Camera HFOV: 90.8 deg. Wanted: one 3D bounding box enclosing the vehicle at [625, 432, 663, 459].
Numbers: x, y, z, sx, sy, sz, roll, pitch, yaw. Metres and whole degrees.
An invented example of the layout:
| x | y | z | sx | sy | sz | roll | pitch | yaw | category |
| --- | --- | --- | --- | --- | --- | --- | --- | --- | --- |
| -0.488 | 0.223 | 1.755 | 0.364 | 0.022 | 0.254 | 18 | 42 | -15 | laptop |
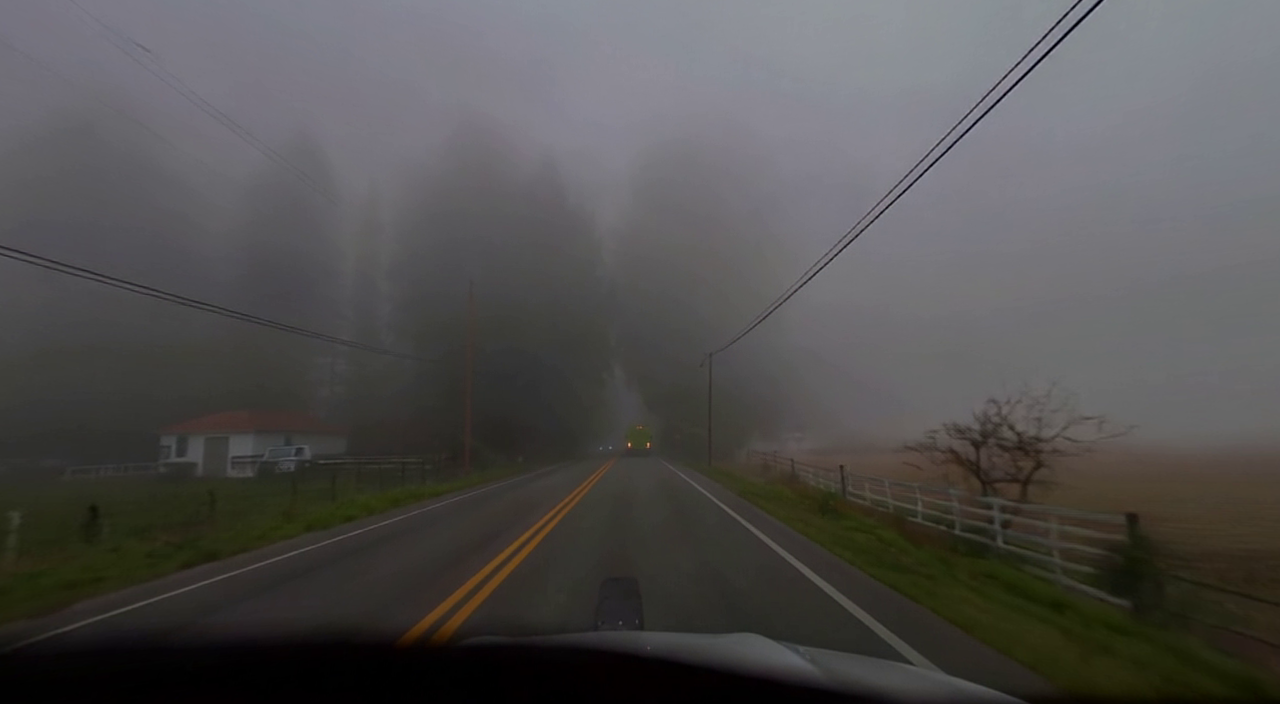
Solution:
| x | y | z | sx | sy | sz | roll | pitch | yaw | category |
| --- | --- | --- | --- | --- | --- | --- | --- | --- | --- |
| 0.186 | 7.008 | 47.307 | 2.649 | 1.870 | 5.885 | 0 | -8 | -2 | vehicle |
